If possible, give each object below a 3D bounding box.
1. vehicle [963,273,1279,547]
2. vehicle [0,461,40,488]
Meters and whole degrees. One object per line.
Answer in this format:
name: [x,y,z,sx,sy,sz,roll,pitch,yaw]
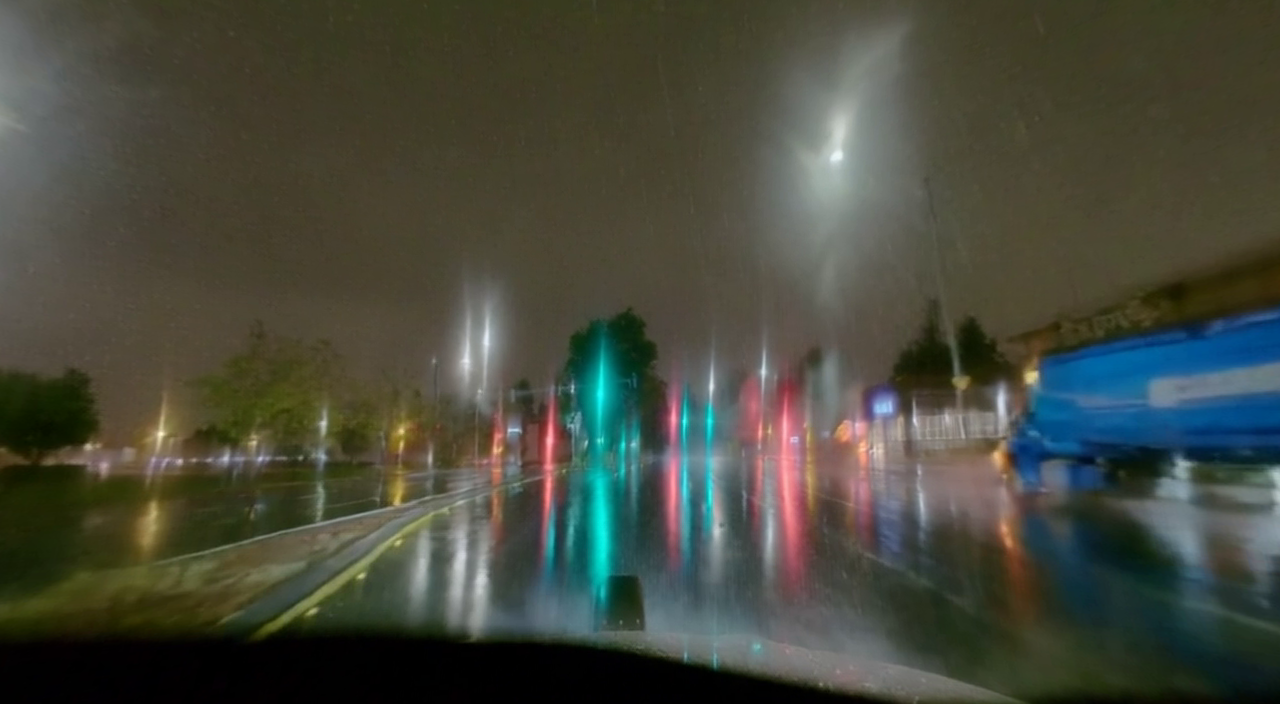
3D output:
vehicle: [9.710,1.074,10.382,2.946,3.506,10.682,0,-9,-1]
vehicle: [-49.014,9.380,48.546,2.063,1.854,4.669,2,-9,-16]
